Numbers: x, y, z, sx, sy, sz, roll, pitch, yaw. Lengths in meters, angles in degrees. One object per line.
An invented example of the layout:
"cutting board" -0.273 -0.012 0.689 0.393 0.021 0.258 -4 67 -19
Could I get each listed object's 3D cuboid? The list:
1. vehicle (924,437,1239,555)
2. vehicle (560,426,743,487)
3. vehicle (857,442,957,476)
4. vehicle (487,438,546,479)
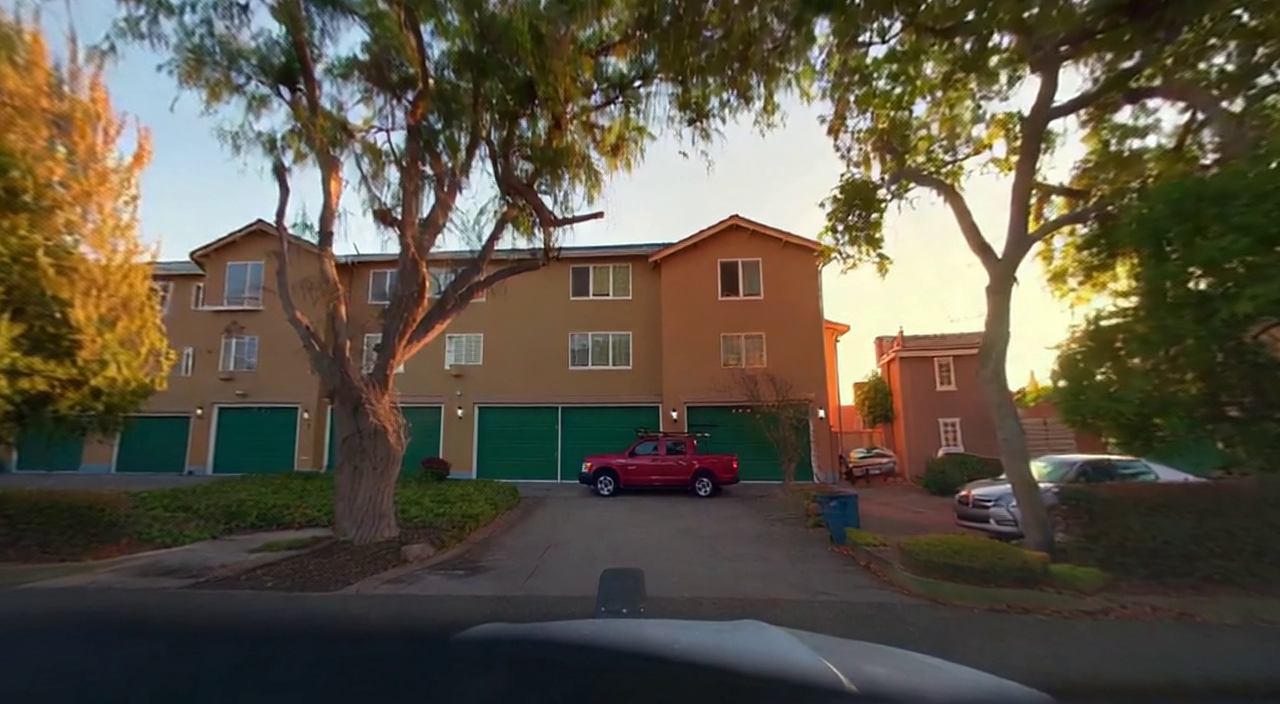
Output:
"vehicle" 7.470 2.372 10.954 4.074 1.617 2.112 1 -4 -8
"vehicle" 0.341 3.360 20.443 5.600 1.835 2.161 0 -9 -1
"vehicle" 14.326 5.752 34.062 4.383 1.784 2.211 0 -8 0
"vehicle" -5.528 4.761 28.617 1.869 1.460 3.826 -3 -5 0
